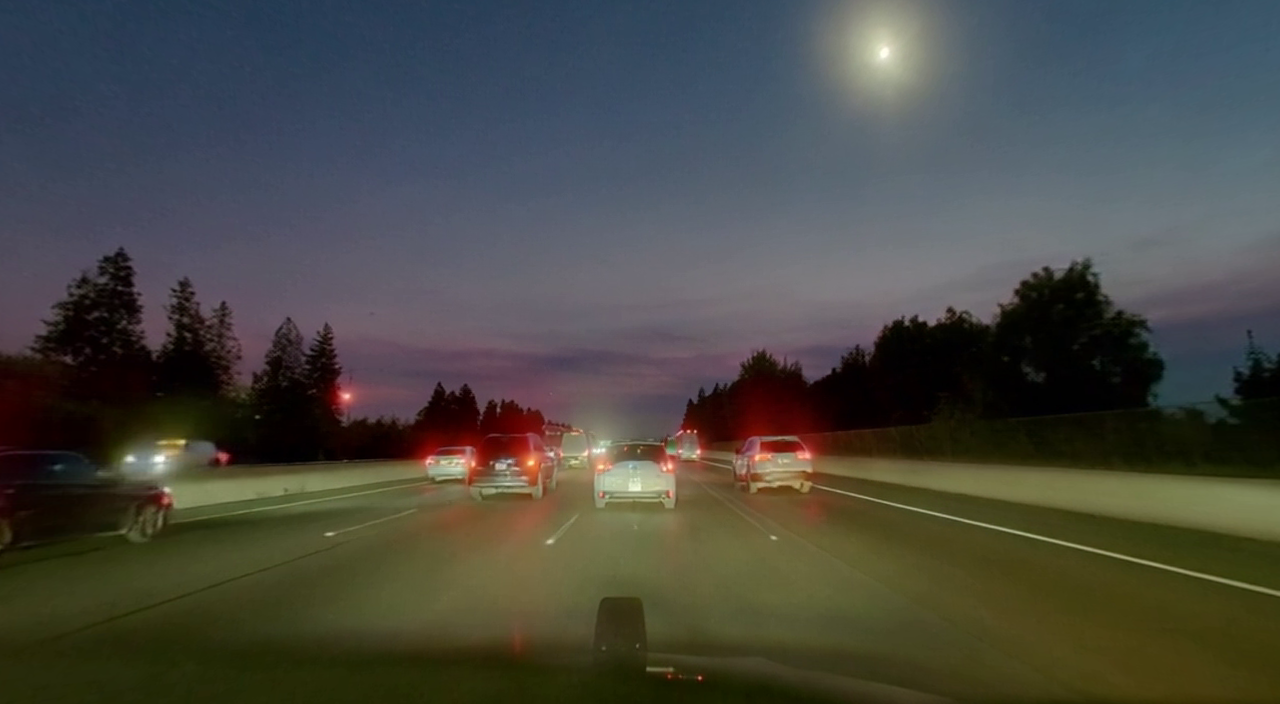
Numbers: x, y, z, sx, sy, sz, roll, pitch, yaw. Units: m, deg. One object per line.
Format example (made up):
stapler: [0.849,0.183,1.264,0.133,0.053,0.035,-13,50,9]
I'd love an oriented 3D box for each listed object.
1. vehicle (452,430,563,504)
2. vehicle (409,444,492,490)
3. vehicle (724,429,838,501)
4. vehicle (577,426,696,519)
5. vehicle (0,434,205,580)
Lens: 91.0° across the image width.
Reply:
vehicle: [-3.531,3.158,17.703,2.142,1.808,4.266,0,-9,1]
vehicle: [-7.181,4.377,24.343,1.931,1.617,4.060,0,-9,0]
vehicle: [3.974,3.284,18.802,2.175,1.830,5.173,0,-9,0]
vehicle: [-0.035,2.581,13.986,2.223,1.722,4.177,0,-9,1]
vehicle: [-7.720,1.761,7.467,1.927,1.514,4.474,0,-9,0]
